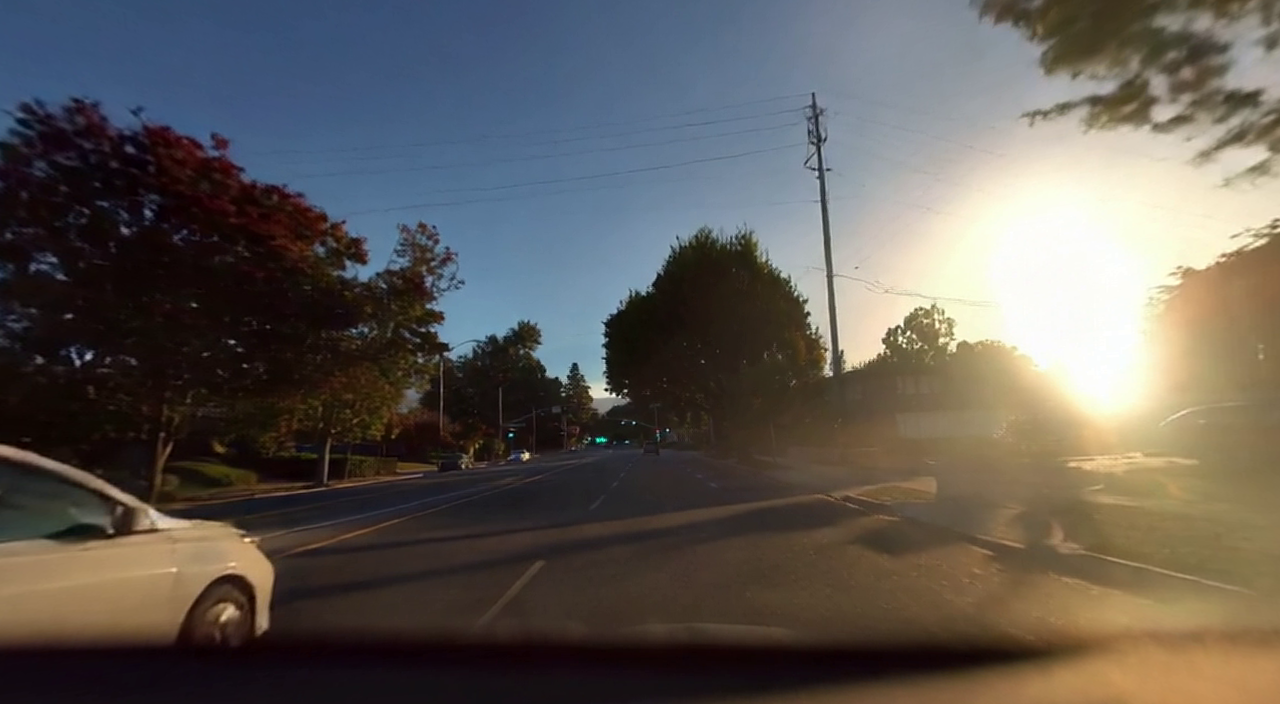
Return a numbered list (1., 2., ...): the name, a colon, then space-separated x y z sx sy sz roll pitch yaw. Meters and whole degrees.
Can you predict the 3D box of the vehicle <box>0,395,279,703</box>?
1. vehicle: -3.060 0.797 1.350 2.113 1.493 4.222 0 -9 -1
